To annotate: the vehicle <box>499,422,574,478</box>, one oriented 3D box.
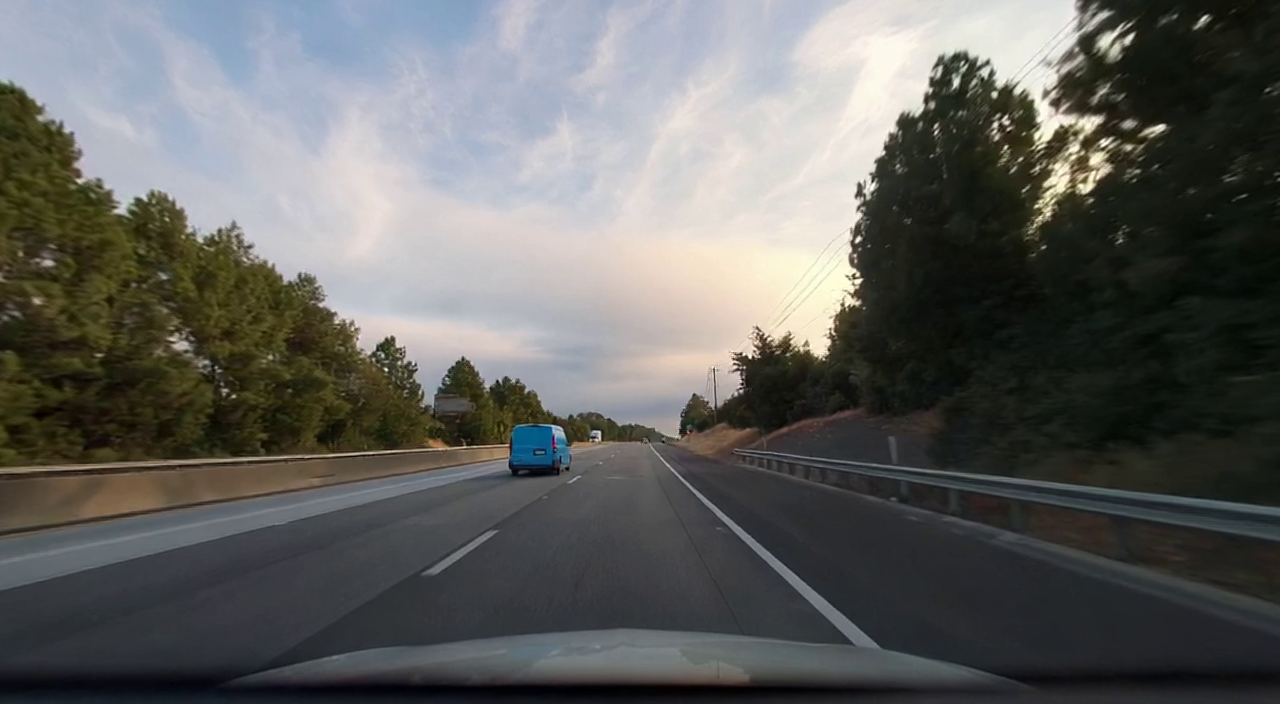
[{"bbox_3d":[-3.749,3.647,23.638,2.041,1.856,4.353,0,-8,0],"label":"vehicle"}]
